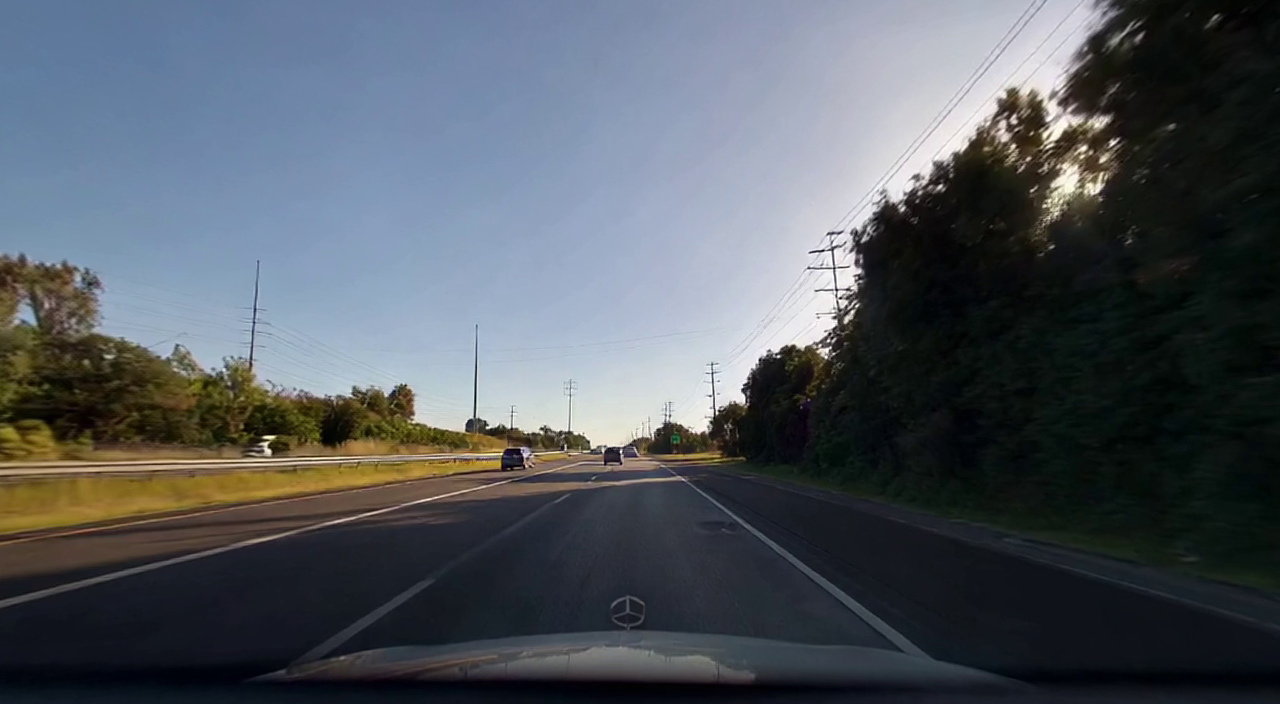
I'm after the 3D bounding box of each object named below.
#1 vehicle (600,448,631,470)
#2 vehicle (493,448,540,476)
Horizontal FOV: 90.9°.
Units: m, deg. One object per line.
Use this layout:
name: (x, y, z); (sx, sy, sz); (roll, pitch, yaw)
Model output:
vehicle: (-1.707, 7.659, 45.232); (1.968, 1.462, 3.937); (0, -9, 1)
vehicle: (-7.105, 6.343, 36.561); (1.911, 1.491, 3.624); (0, -9, 1)
